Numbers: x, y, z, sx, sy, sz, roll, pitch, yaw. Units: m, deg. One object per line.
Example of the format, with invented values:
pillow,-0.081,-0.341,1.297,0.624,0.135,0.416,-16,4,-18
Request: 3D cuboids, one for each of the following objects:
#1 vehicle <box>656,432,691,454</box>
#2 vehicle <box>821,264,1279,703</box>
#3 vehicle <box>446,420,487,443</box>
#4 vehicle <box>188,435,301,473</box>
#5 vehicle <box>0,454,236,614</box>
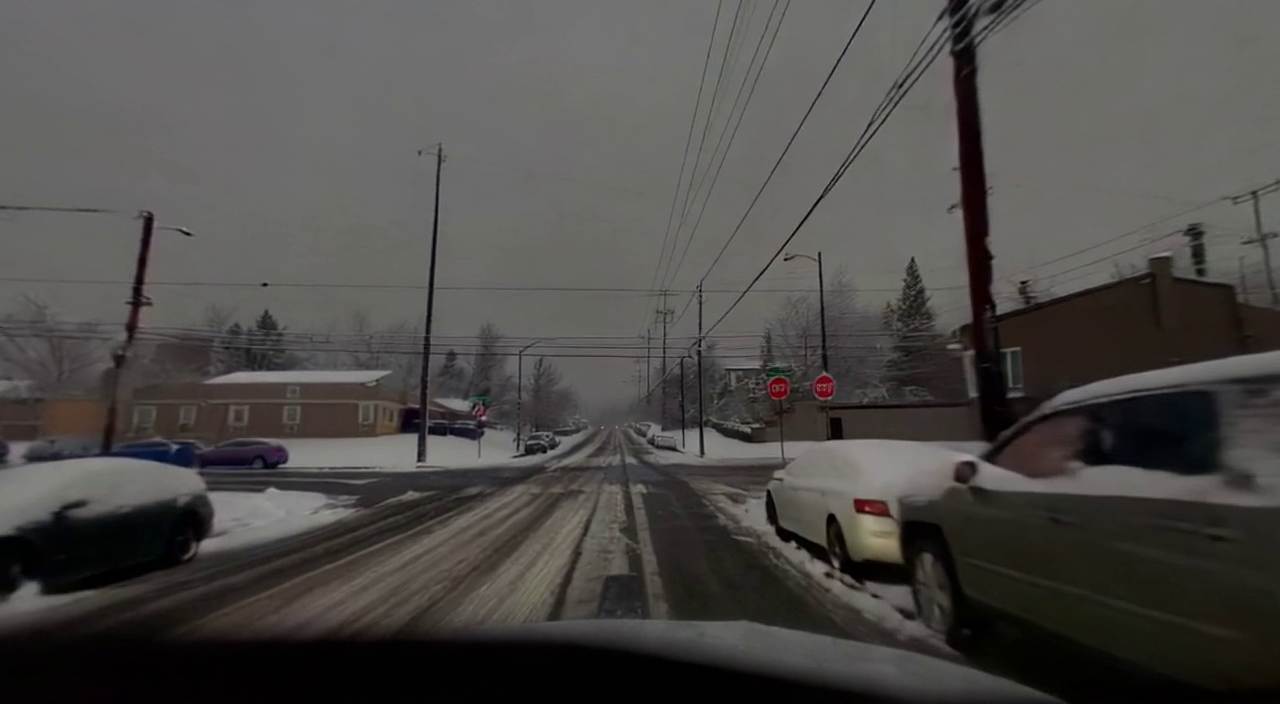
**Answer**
vehicle,2.420,6.684,46.302,2.120,1.487,4.360,0,-8,-3
vehicle,3.205,0.965,3.868,2.375,1.945,5.670,0,-8,-1
vehicle,-13.643,6.315,49.843,1.992,1.678,4.658,0,-8,-1
vehicle,-19.297,4.981,30.999,4.181,1.742,1.945,1,-9,-10
vehicle,-6.816,1.893,7.039,1.744,1.407,4.529,0,-8,-2
